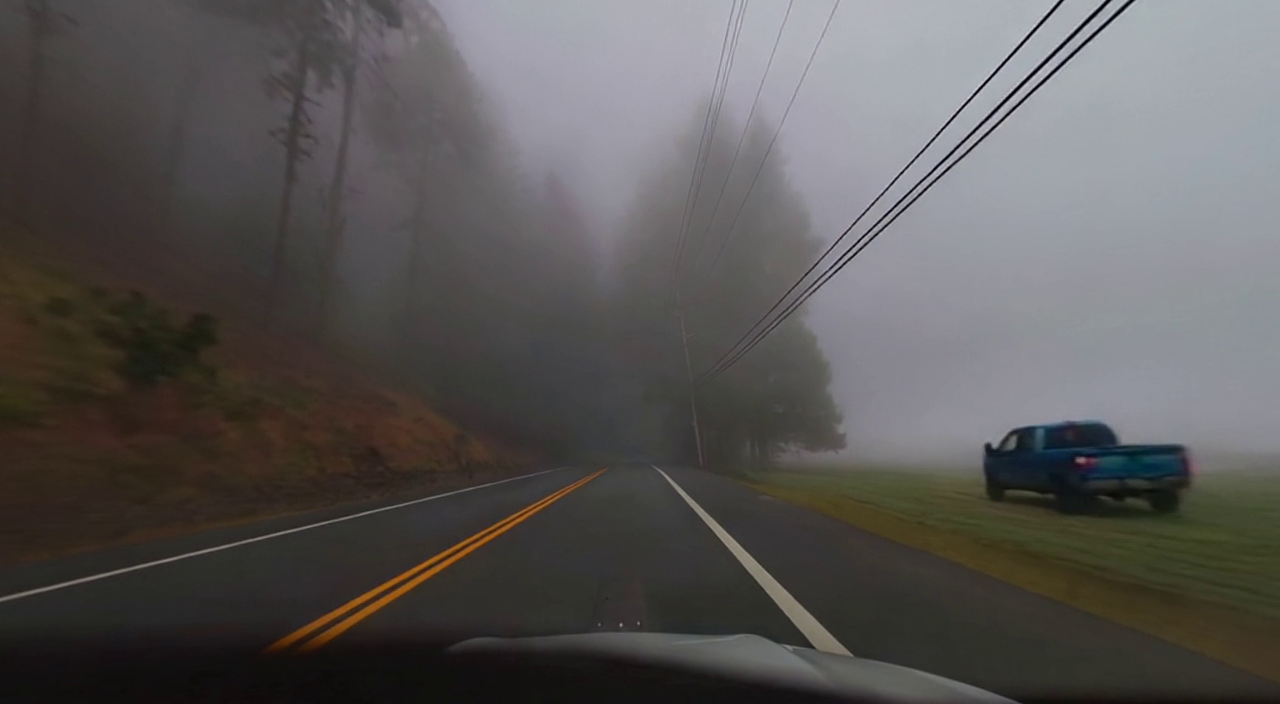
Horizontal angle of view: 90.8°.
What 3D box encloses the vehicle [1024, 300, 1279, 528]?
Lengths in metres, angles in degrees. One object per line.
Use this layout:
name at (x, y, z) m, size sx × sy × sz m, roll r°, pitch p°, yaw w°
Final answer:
vehicle at (14.699, 1.533, 14.497) m, size 3.172 × 4.493 × 18.371 m, roll -2°, pitch -9°, yaw 9°
